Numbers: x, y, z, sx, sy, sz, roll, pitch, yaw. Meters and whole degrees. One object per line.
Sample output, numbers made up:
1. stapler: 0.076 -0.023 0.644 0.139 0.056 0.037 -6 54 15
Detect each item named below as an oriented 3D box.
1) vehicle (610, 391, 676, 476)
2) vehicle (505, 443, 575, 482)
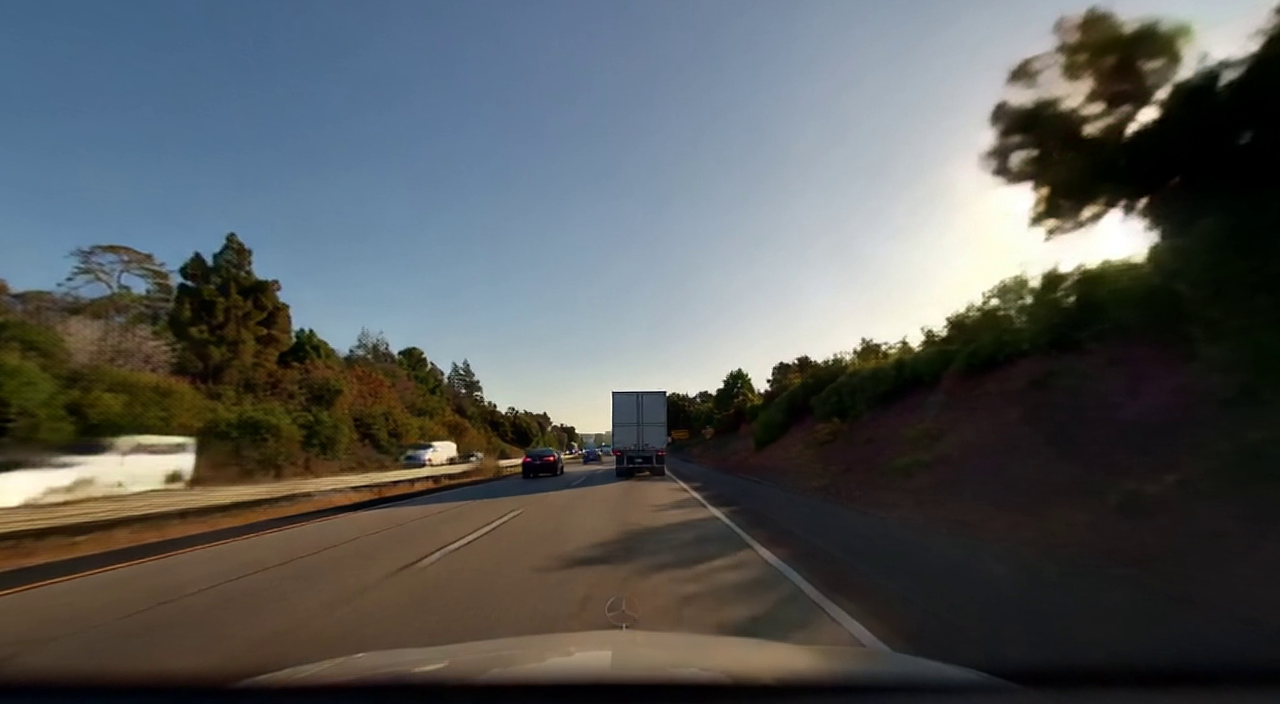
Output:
1. vehicle: 0.068 4.434 33.350 2.959 3.828 9.617 0 -9 -1
2. vehicle: -4.174 4.728 27.150 2.206 1.478 4.824 0 -9 1
